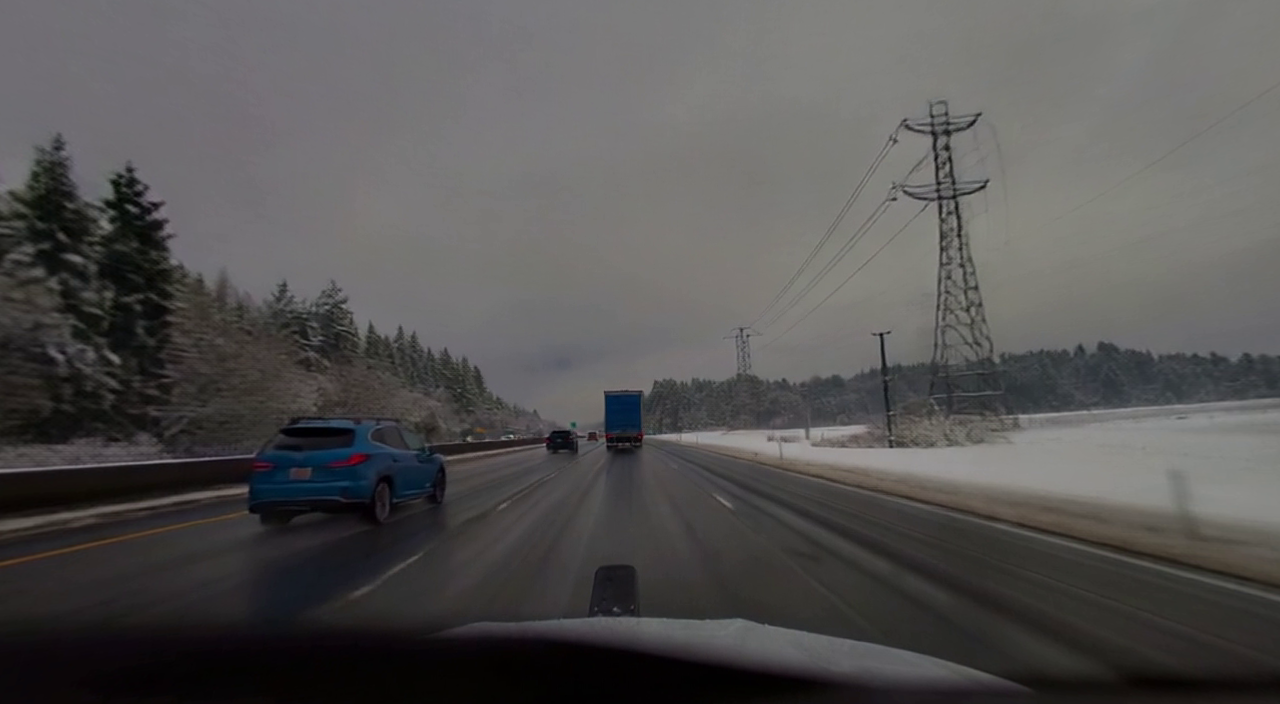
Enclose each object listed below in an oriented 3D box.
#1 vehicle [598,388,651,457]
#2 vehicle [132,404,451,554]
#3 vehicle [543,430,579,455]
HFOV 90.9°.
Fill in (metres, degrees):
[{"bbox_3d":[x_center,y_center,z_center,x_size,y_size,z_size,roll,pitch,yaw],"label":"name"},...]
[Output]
[{"bbox_3d":[-1.019,4.572,39.980,2.955,3.851,9.915,0,-8,-2],"label":"vehicle"},{"bbox_3d":[-4.472,1.673,9.150,2.117,1.618,4.480,0,-8,-1],"label":"vehicle"},{"bbox_3d":[-5.219,6.050,42.131,1.934,1.549,4.194,0,-8,-2],"label":"vehicle"}]
